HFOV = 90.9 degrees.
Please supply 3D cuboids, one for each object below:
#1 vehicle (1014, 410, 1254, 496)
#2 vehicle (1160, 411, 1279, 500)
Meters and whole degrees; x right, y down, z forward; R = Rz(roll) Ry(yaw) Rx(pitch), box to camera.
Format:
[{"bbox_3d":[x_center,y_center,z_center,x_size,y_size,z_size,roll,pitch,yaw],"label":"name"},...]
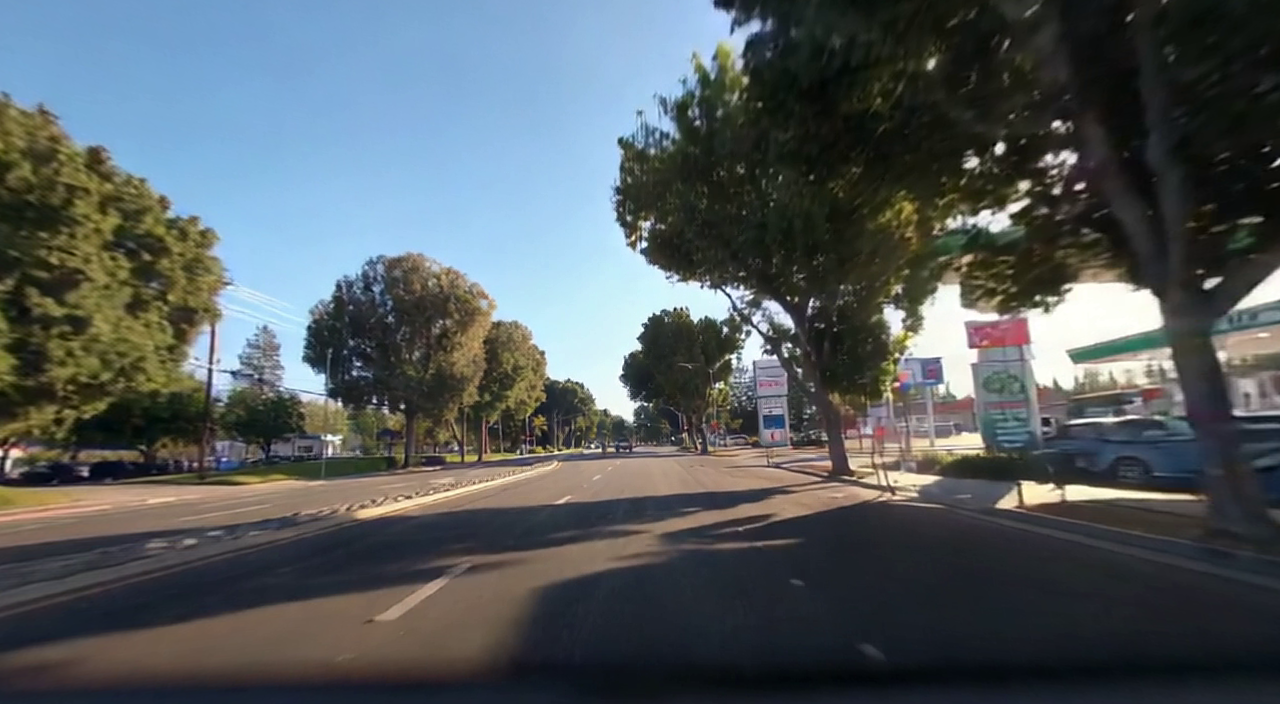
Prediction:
[{"bbox_3d":[12.354,2.575,16.390,1.983,1.727,5.085,-4,-8,-1],"label":"vehicle"},{"bbox_3d":[12.026,1.840,11.222,1.812,1.517,4.424,0,-8,1],"label":"vehicle"}]
